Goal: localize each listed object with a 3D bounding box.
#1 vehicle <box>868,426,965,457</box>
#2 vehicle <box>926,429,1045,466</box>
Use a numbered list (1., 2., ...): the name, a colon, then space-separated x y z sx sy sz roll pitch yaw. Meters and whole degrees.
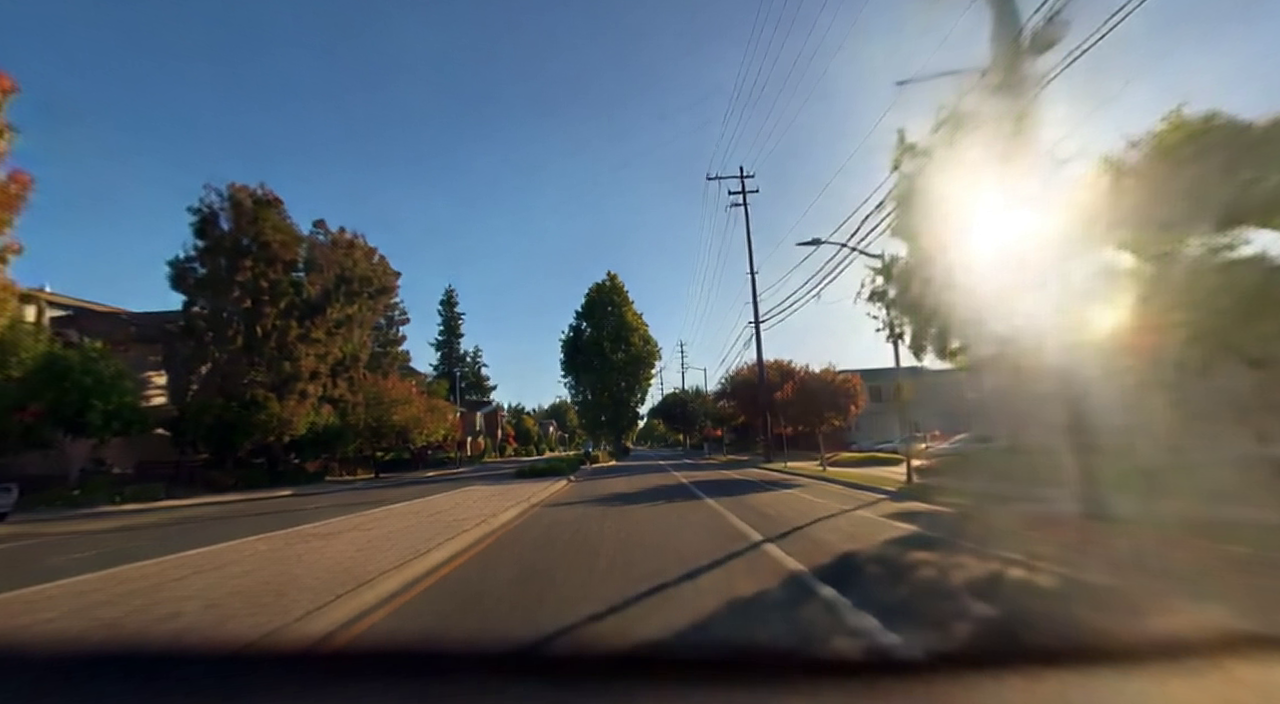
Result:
1. vehicle: 16.738 5.428 38.420 4.833 1.786 2.136 0 -8 0
2. vehicle: 16.834 4.680 30.912 4.560 1.725 2.096 0 -8 -2
